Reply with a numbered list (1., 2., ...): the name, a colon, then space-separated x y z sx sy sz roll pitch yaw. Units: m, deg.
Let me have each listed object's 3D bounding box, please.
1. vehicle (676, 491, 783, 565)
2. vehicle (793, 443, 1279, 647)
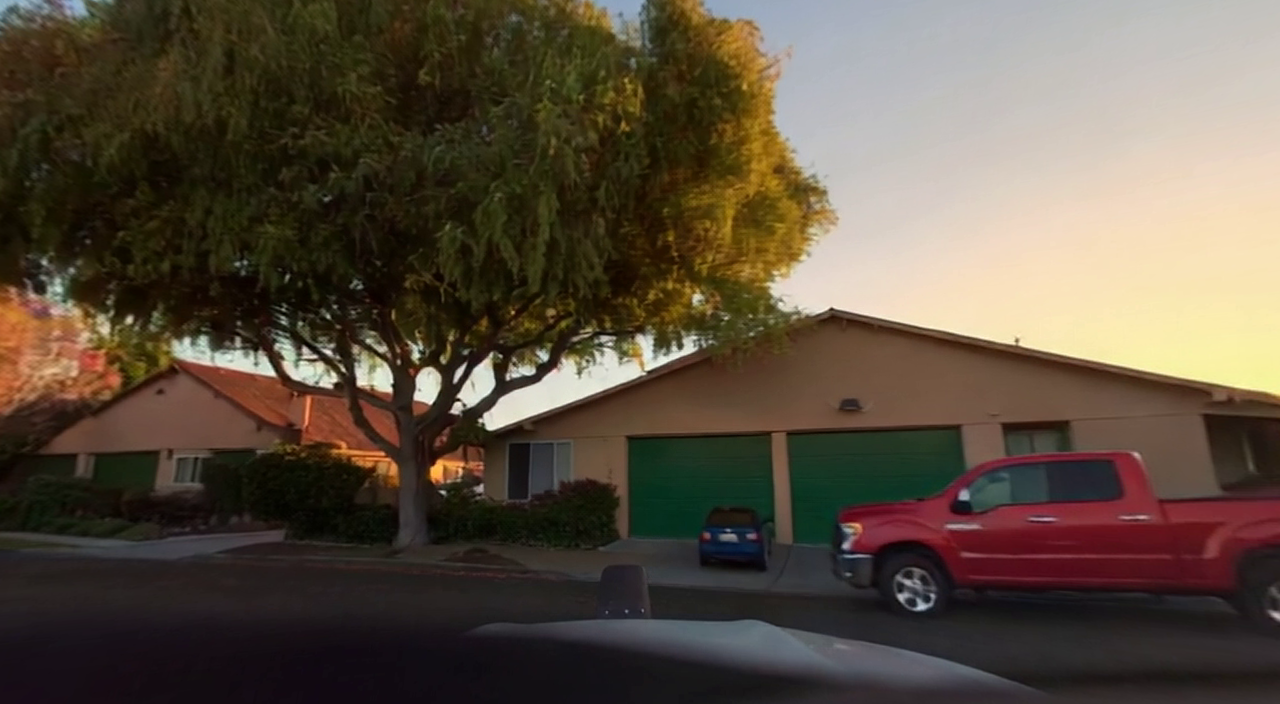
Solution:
1. vehicle: 2.522 4.632 16.940 1.869 1.460 3.826 -8 -11 21
2. vehicle: 4.844 2.057 7.400 5.600 1.835 2.161 -4 -11 20
